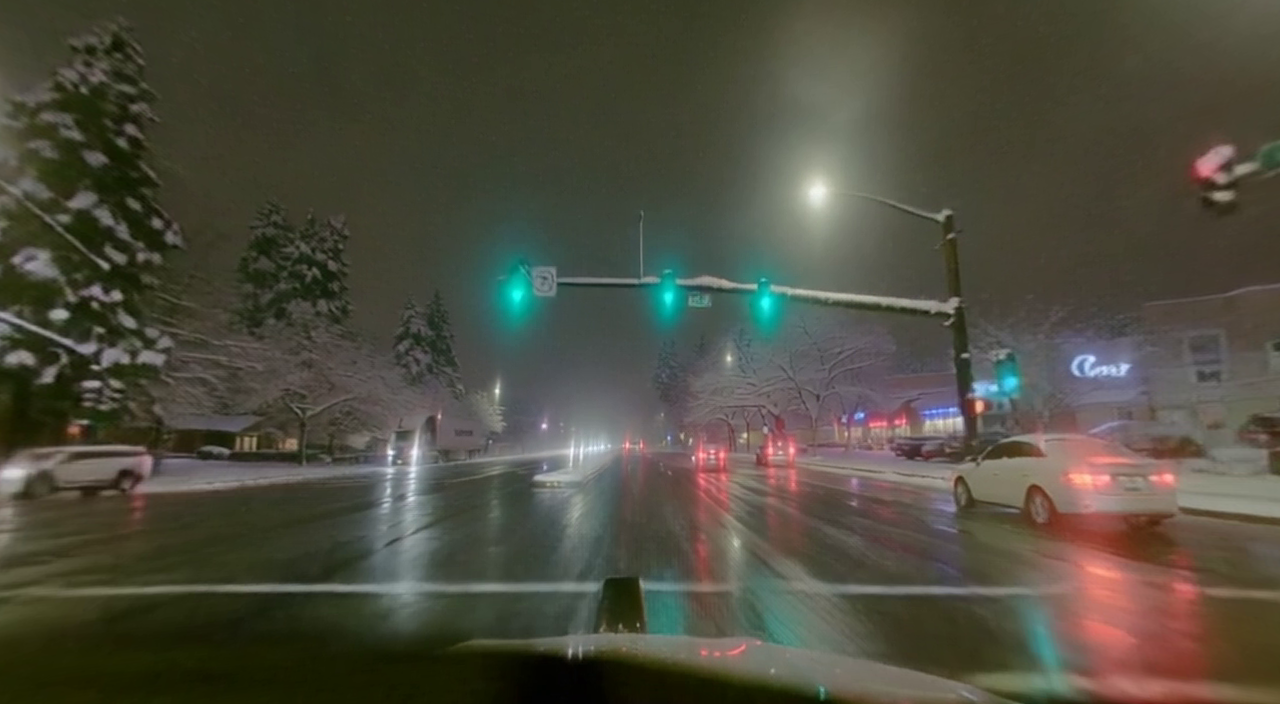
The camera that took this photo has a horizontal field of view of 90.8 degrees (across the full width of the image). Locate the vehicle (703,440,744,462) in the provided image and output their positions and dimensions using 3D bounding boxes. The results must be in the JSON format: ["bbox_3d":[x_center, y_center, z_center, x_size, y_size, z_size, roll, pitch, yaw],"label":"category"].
[{"bbox_3d":[5.866,7.034,44.975,2.150,1.485,4.919,0,-8,-2],"label":"vehicle"}]

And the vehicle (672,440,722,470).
[{"bbox_3d":[2.937,5.446,33.691,2.099,1.463,4.365,0,-8,-2],"label":"vehicle"}]

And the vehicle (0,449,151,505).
[{"bbox_3d":[-20.144,4.271,22.004,2.108,1.707,4.348,-6,-10,35],"label":"vehicle"}]

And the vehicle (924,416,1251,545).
[{"bbox_3d":[6.867,2.007,10.564,2.002,1.651,4.647,0,-8,-1],"label":"vehicle"}]
